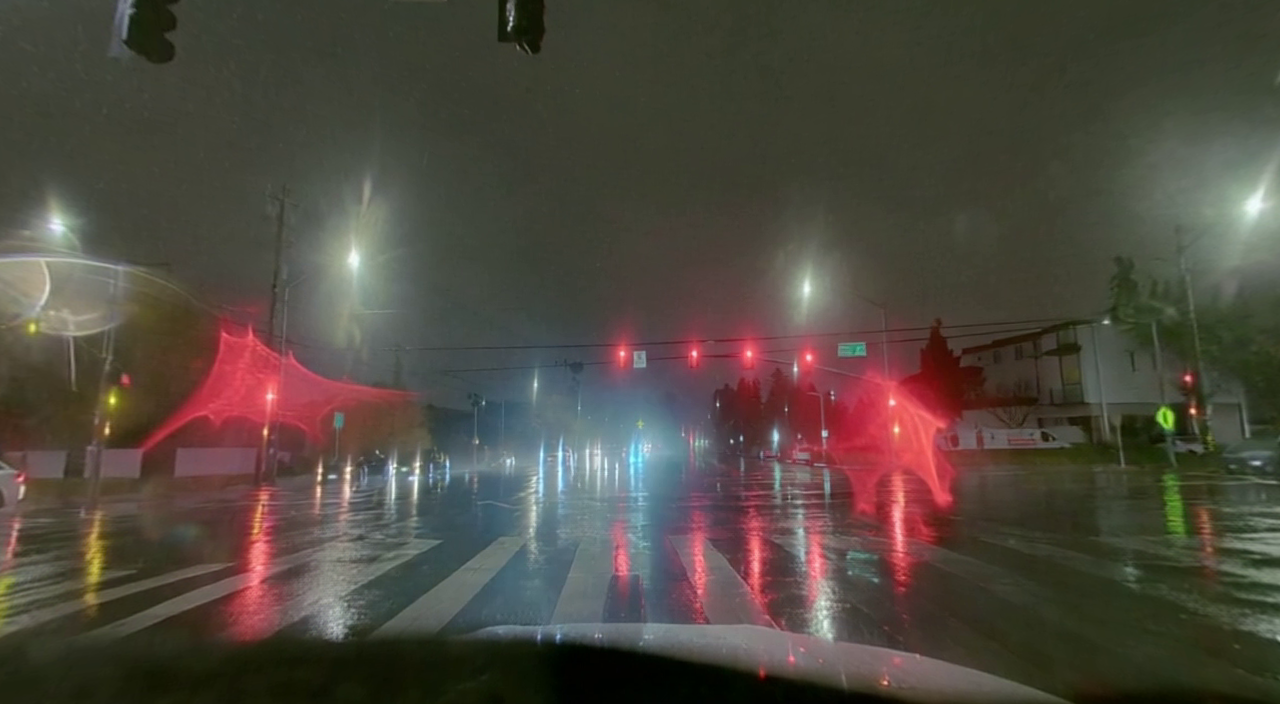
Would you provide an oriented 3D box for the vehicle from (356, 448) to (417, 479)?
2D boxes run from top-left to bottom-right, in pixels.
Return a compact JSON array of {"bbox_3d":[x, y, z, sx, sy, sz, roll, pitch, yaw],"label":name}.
[{"bbox_3d":[-16.193,7.138,40.404,1.960,1.819,5.018,0,-9,-2],"label":"vehicle"}]

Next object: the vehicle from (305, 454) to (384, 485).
[{"bbox_3d":[-16.085,6.398,34.482,2.055,1.506,4.663,0,-9,-1],"label":"vehicle"}]

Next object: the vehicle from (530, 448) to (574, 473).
[{"bbox_3d":[-5.520,6.851,39.924,2.154,1.501,4.416,0,-9,0],"label":"vehicle"}]
